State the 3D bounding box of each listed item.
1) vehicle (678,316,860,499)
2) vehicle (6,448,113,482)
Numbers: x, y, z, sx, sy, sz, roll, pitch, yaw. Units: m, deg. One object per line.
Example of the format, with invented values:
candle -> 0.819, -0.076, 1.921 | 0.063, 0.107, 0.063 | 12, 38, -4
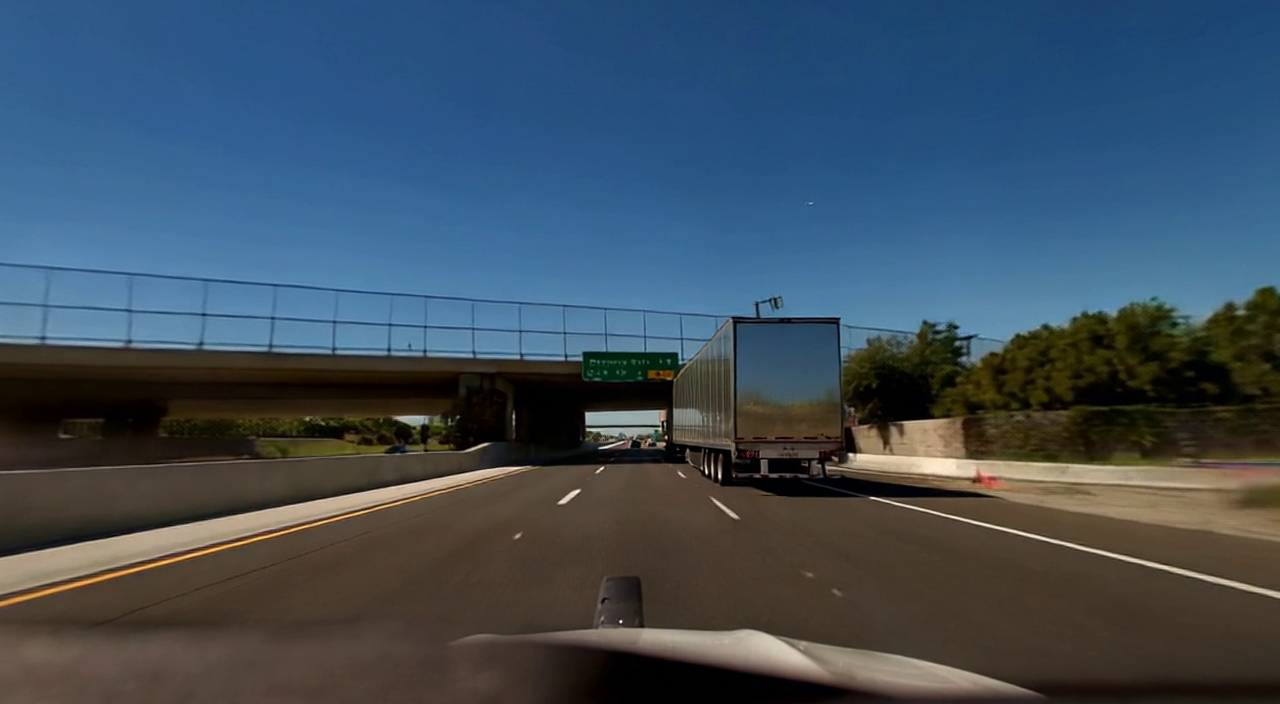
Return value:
vehicle -> 3.379, 2.465, 22.499 | 2.743, 4.160, 16.408 | 0, -9, -1
vehicle -> -25.331, 4.902, 27.717 | 1.508, 1.352, 3.304 | -1, -8, 0
